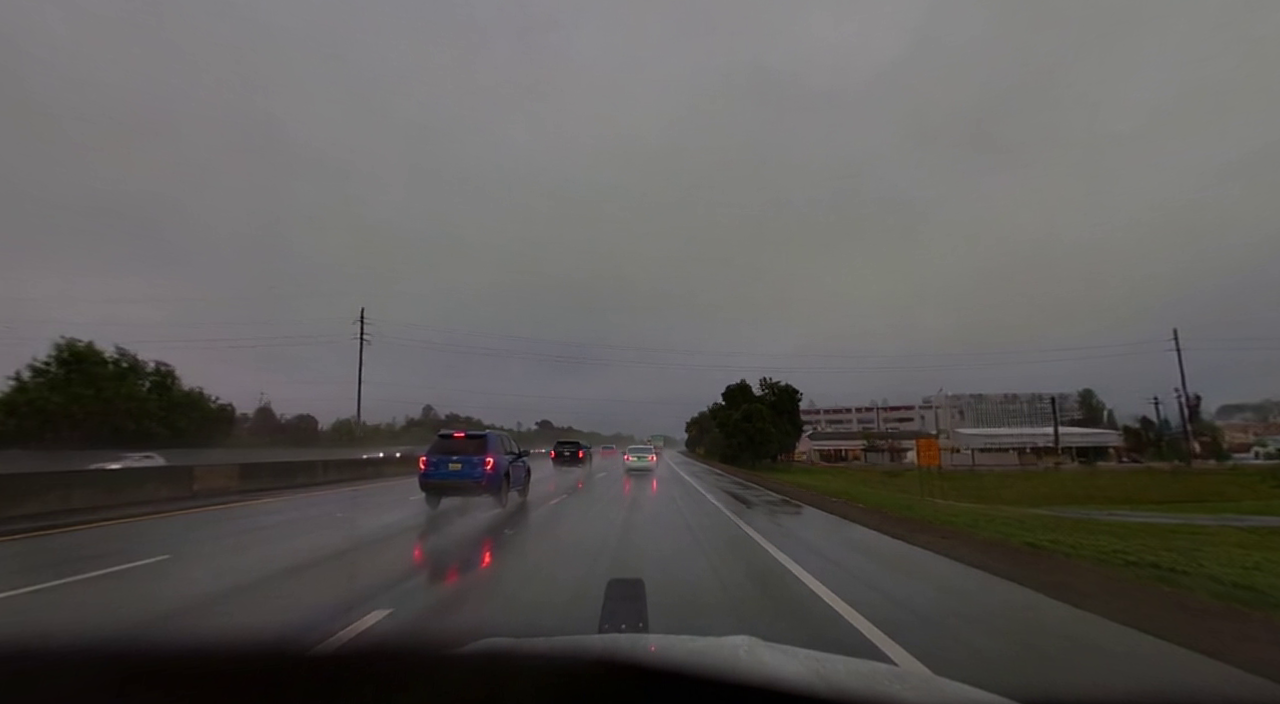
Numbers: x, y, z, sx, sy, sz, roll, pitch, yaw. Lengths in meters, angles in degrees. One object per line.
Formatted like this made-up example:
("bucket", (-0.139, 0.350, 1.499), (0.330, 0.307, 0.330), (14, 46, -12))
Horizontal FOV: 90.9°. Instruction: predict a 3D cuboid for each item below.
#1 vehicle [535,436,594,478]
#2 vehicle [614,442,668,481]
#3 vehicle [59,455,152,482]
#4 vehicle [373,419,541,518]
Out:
("vehicle", (-3.451, 4.917, 29.730), (2.133, 1.789, 4.518), (-1, -8, 1))
("vehicle", (0.000, 4.474, 26.026), (2.047, 1.473, 3.978), (0, -8, -1))
("vehicle", (-35.234, 7.663, 41.751), (1.947, 1.634, 4.710), (0, -8, 0))
("vehicle", (-3.916, 2.621, 14.755), (2.198, 1.848, 5.346), (-1, -8, 1))
